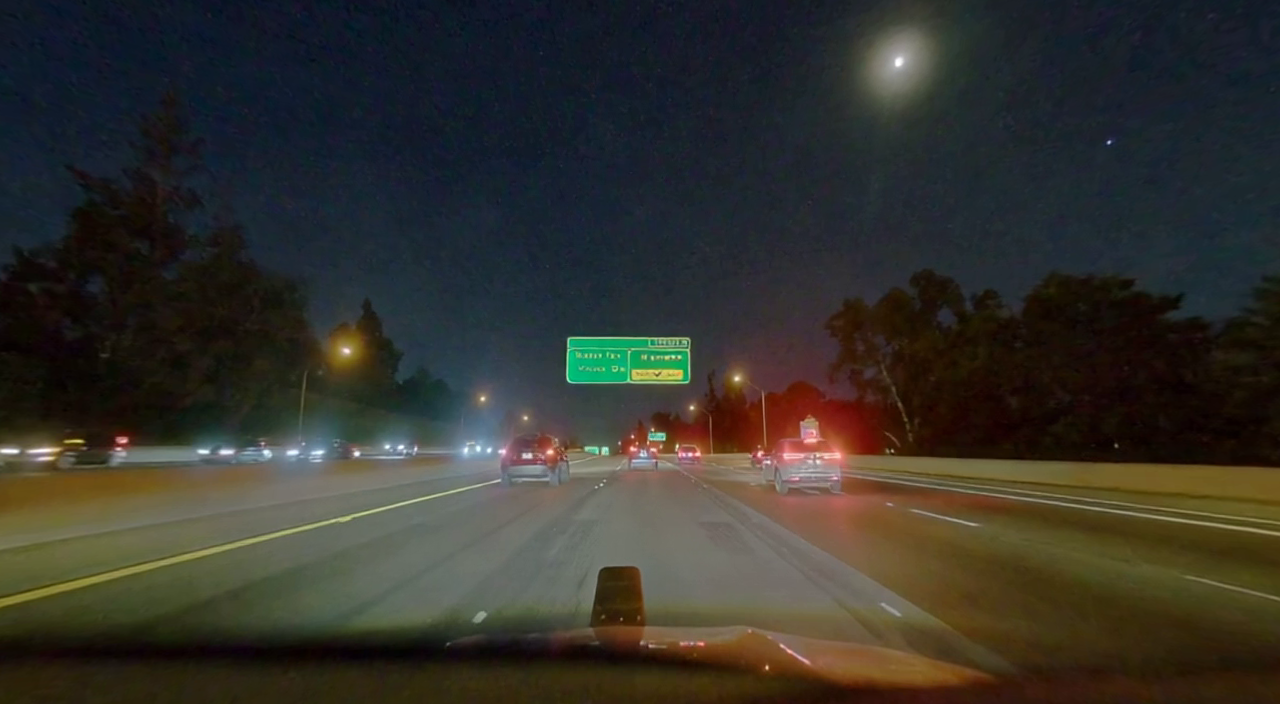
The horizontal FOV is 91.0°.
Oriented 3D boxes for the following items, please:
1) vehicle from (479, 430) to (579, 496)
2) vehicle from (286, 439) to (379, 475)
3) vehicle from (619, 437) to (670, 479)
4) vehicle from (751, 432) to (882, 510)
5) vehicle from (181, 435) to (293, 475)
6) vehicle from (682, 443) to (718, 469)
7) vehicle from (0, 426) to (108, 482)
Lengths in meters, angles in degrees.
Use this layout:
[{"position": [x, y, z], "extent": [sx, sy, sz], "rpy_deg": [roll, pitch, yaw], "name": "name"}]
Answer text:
[{"position": [-3.284, 3.421, 19.745], "extent": [2.199, 1.777, 4.790], "rpy_deg": [0, -9, 1], "name": "vehicle"}, {"position": [-13.937, 4.784, 28.893], "extent": [1.947, 1.508, 4.478], "rpy_deg": [0, -9, 1], "name": "vehicle"}, {"position": [0.189, 4.836, 28.900], "extent": [2.181, 1.728, 3.970], "rpy_deg": [0, -9, 0], "name": "vehicle"}, {"position": [4.277, 2.963, 16.197], "extent": [2.041, 1.669, 4.712], "rpy_deg": [0, -9, 1], "name": "vehicle"}, {"position": [-18.000, 4.620, 28.412], "extent": [2.050, 1.656, 4.475], "rpy_deg": [0, -9, 0], "name": "vehicle"}, {"position": [4.177, 7.321, 44.555], "extent": [2.022, 1.682, 4.226], "rpy_deg": [1, -9, -1], "name": "vehicle"}, {"position": [-22.030, 3.644, 22.562], "extent": [1.993, 1.812, 4.418], "rpy_deg": [0, -9, 0], "name": "vehicle"}]
